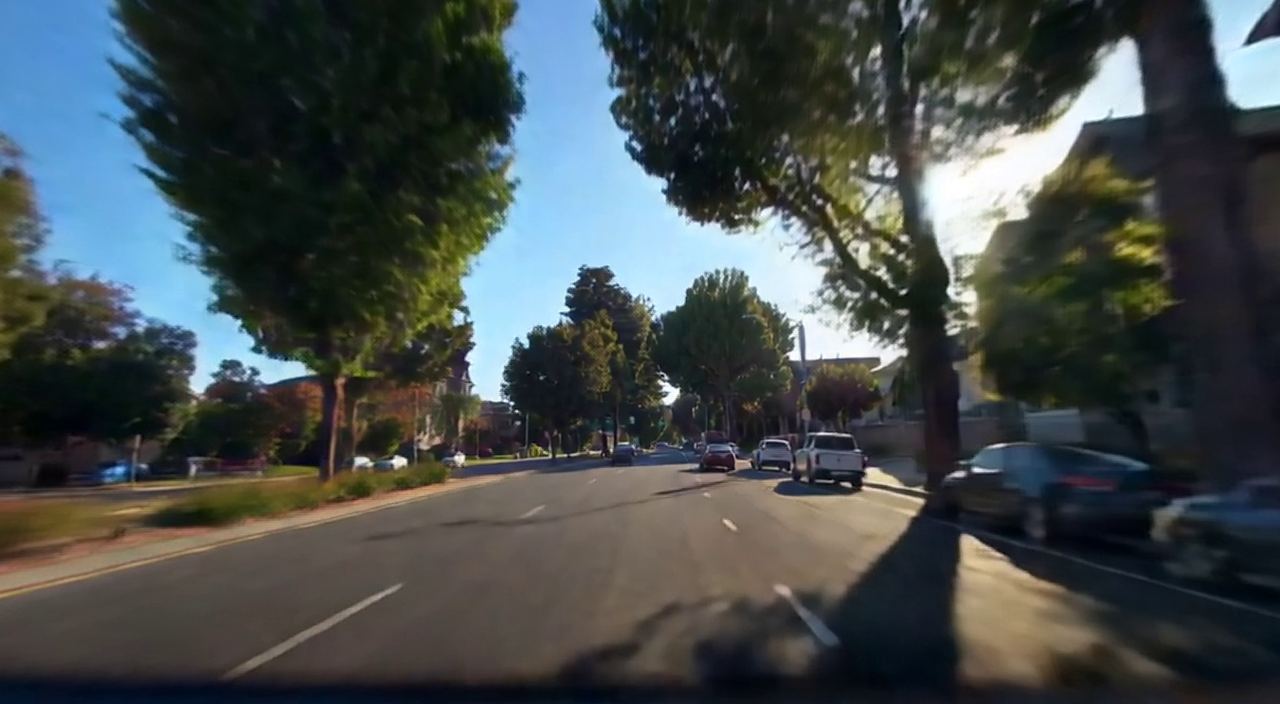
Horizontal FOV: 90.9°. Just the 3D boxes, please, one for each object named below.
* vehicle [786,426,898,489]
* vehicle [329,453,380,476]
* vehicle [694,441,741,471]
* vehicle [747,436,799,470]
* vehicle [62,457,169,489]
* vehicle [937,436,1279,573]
[{"bbox_3d":[7.015,3.748,22.705,2.213,1.949,5.907,0,-8,2],"label":"vehicle"},{"bbox_3d":[-21.140,8.335,46.845,1.780,1.573,3.881,-1,-8,3],"label":"vehicle"},{"bbox_3d":[4.146,5.606,34.293,2.128,1.502,4.572,0,-8,2],"label":"vehicle"},{"bbox_3d":[7.722,5.915,37.036,2.092,1.849,5.068,0,-8,2],"label":"vehicle"},{"bbox_3d":[-30.626,7.009,36.894,4.598,1.661,1.958,7,-11,-41],"label":"vehicle"},{"bbox_3d":[6.559,2.054,9.475,1.943,1.496,4.893,0,-8,2],"label":"vehicle"}]
